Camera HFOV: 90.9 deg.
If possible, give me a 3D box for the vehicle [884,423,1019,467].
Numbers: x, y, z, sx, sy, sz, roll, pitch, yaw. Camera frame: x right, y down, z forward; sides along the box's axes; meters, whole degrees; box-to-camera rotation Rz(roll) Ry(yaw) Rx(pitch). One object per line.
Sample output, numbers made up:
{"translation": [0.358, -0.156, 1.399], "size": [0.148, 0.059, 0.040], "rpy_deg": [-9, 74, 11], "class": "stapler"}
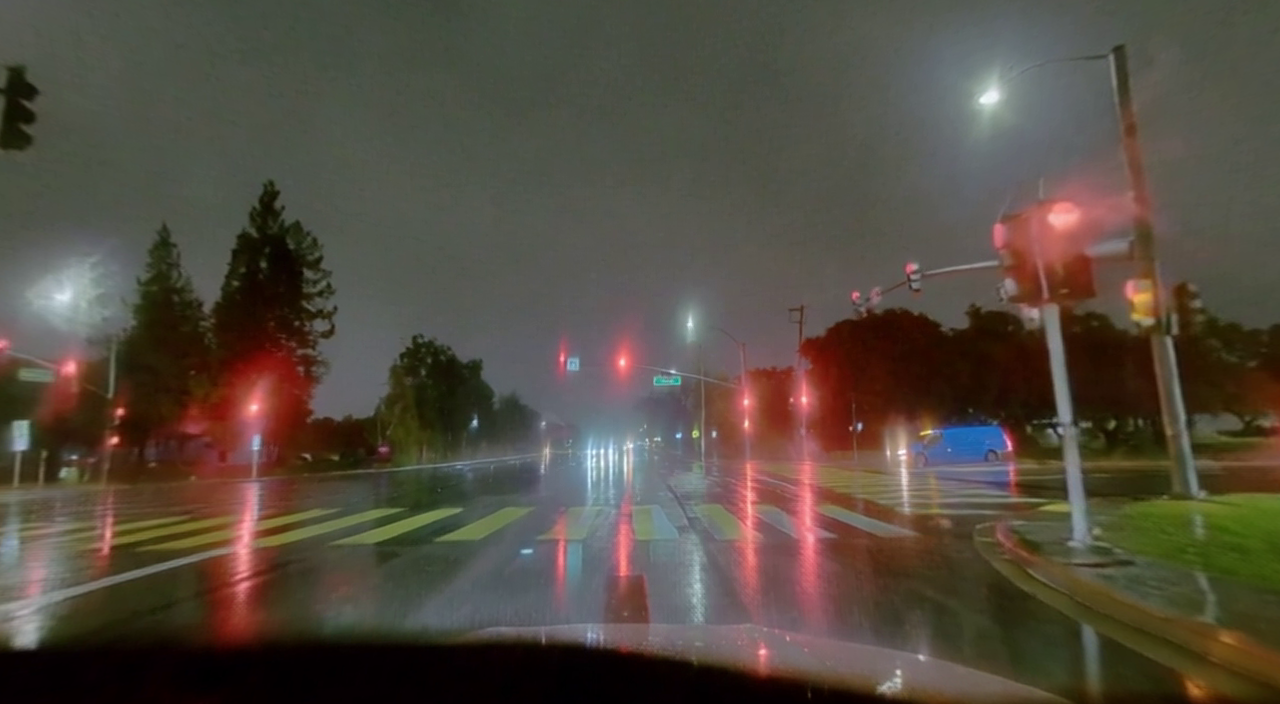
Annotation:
{"translation": [13.464, 4.040, 27.454], "size": [4.790, 1.798, 1.909], "rpy_deg": [0, -8, 1], "class": "vehicle"}
